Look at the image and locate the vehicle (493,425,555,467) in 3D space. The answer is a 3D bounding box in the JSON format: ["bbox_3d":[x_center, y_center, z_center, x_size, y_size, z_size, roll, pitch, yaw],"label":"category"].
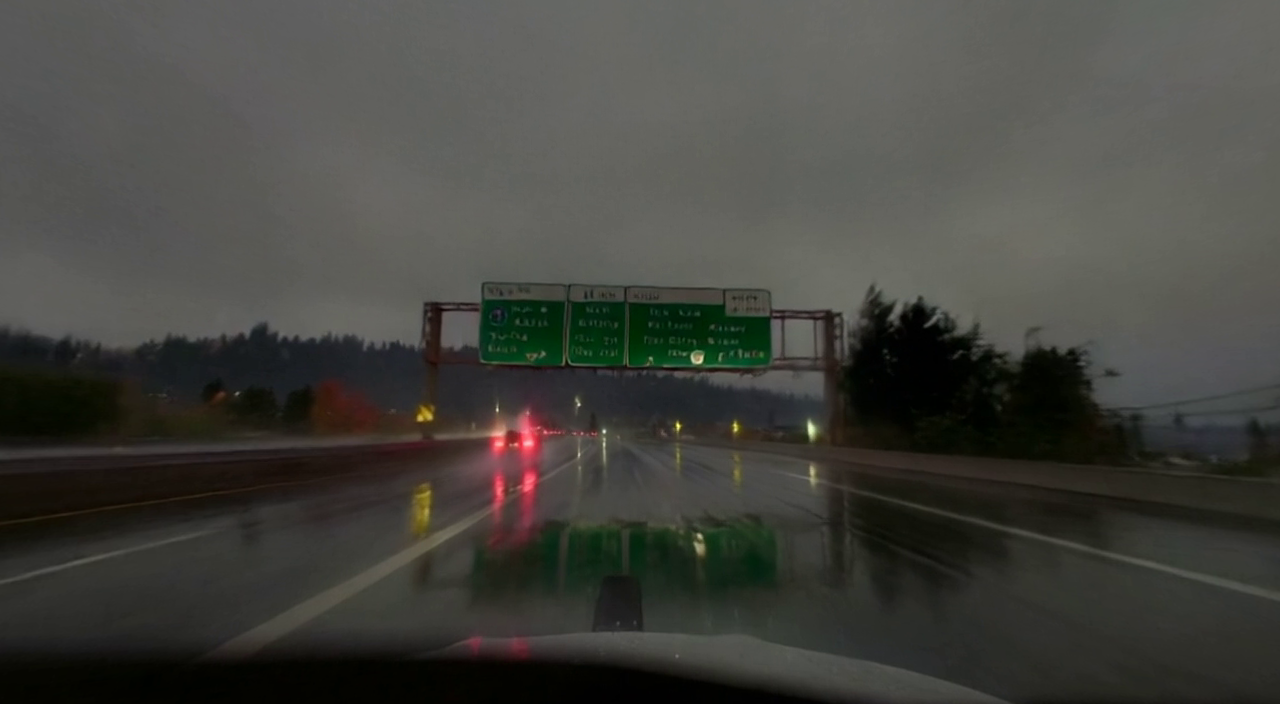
[{"bbox_3d":[-4.616,3.809,25.585,1.878,1.548,3.966,0,-8,-2],"label":"vehicle"}]
